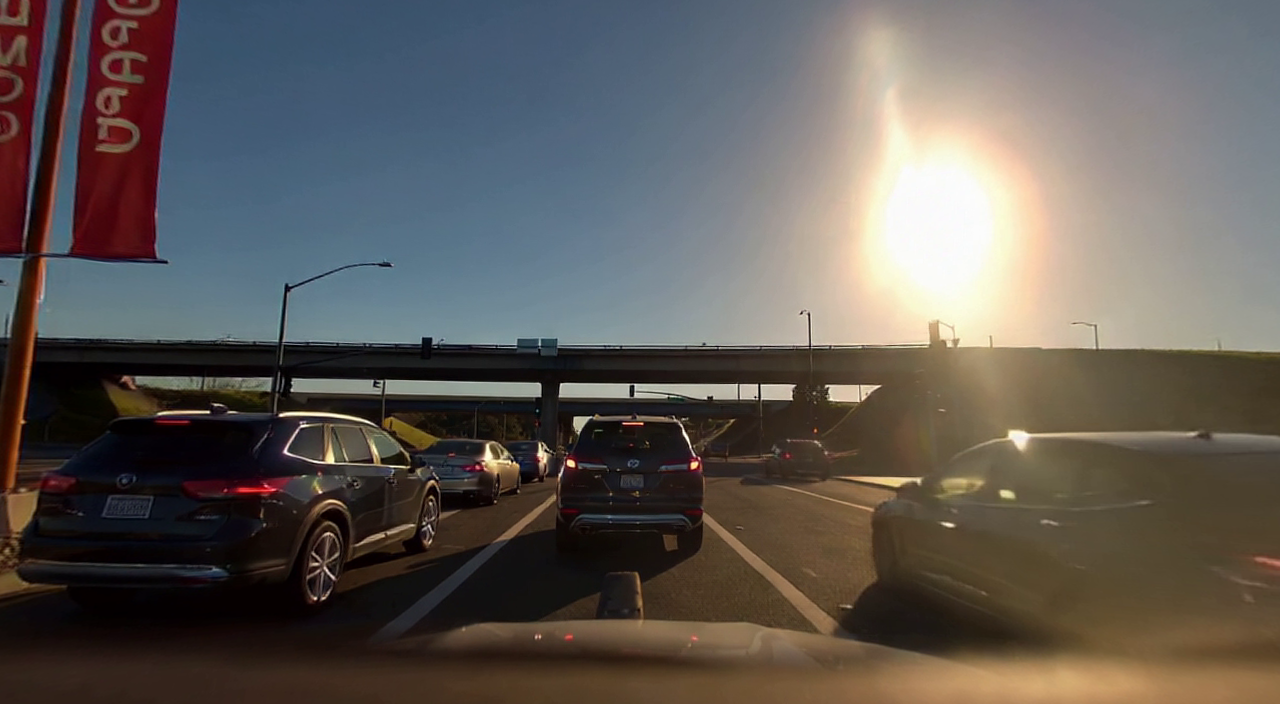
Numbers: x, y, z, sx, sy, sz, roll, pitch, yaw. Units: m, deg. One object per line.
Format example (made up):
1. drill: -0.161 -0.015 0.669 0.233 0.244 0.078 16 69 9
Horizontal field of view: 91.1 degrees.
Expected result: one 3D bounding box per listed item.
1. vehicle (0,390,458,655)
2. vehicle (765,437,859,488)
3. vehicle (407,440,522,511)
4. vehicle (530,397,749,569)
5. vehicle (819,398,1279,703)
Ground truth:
1. vehicle: -3.499 1.429 6.289 2.039 1.709 4.265 0 -9 0
2. vehicle: 6.413 4.171 24.071 2.191 1.730 4.658 0 -9 -1
3. vehicle: -4.148 2.946 15.437 1.797 1.505 3.506 0 -9 0
4. vehicle: -0.083 1.767 9.219 2.409 1.864 4.471 0 -9 -2
5. vehicle: 3.015 1.197 4.016 2.228 1.472 4.939 0 -9 -1
